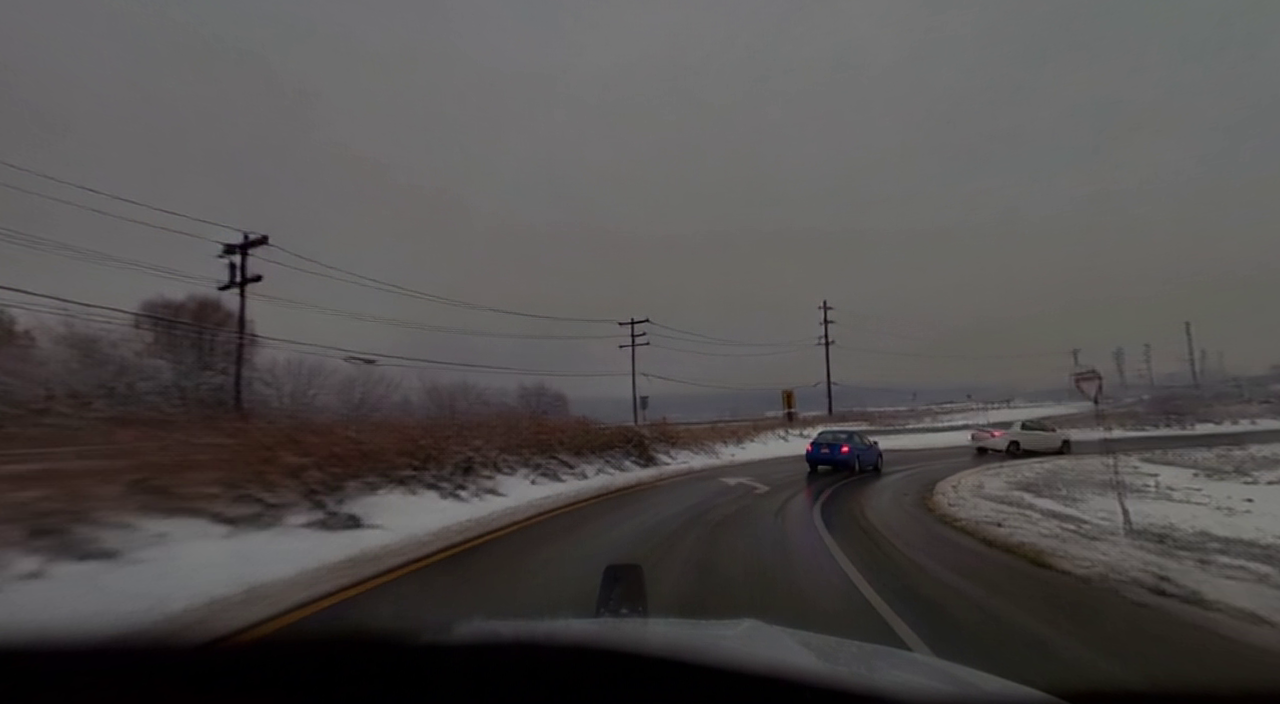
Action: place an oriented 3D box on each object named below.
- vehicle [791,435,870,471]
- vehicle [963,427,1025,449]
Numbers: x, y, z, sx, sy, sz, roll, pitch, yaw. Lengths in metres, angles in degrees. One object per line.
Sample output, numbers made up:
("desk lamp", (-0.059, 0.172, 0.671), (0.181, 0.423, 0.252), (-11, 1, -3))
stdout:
("vehicle", (8.286, 4.307, 27.186), (2.026, 1.407, 4.374), (-6, -10, 32))
("vehicle", (24.633, 6.005, 43.821), (4.307, 1.465, 1.836), (5, -10, -32))
